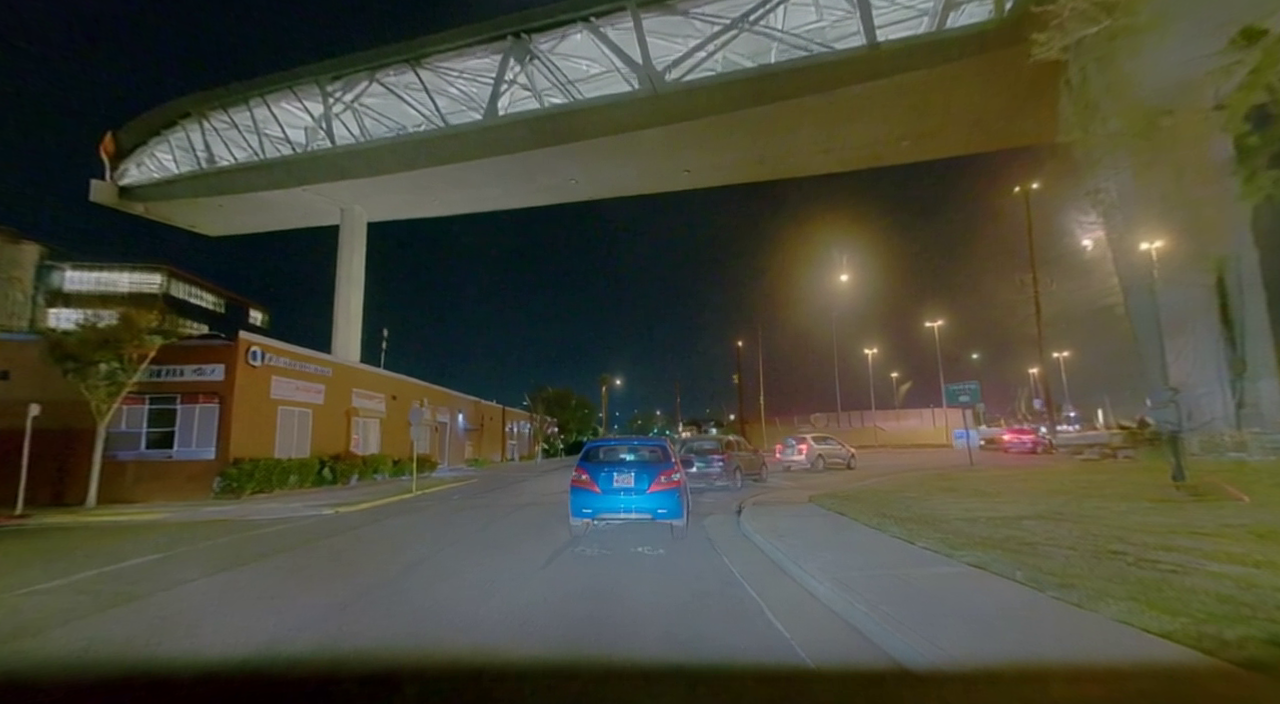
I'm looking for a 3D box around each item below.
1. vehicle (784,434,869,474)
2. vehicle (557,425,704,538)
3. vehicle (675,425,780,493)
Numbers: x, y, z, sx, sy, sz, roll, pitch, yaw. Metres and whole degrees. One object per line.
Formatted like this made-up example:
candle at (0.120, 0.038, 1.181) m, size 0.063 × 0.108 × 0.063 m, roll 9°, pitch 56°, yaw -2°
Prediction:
vehicle at (8.987, 4.844, 30.303) m, size 4.310 × 1.762 × 1.995 m, roll 8°, pitch -12°, yaw -44°
vehicle at (-0.013, 2.197, 11.390) m, size 2.087 × 1.578 × 4.652 m, roll -1°, pitch -8°, yaw 3°
vehicle at (2.968, 3.399, 20.456) m, size 2.241 × 1.885 × 4.771 m, roll -3°, pitch -9°, yaw 21°
